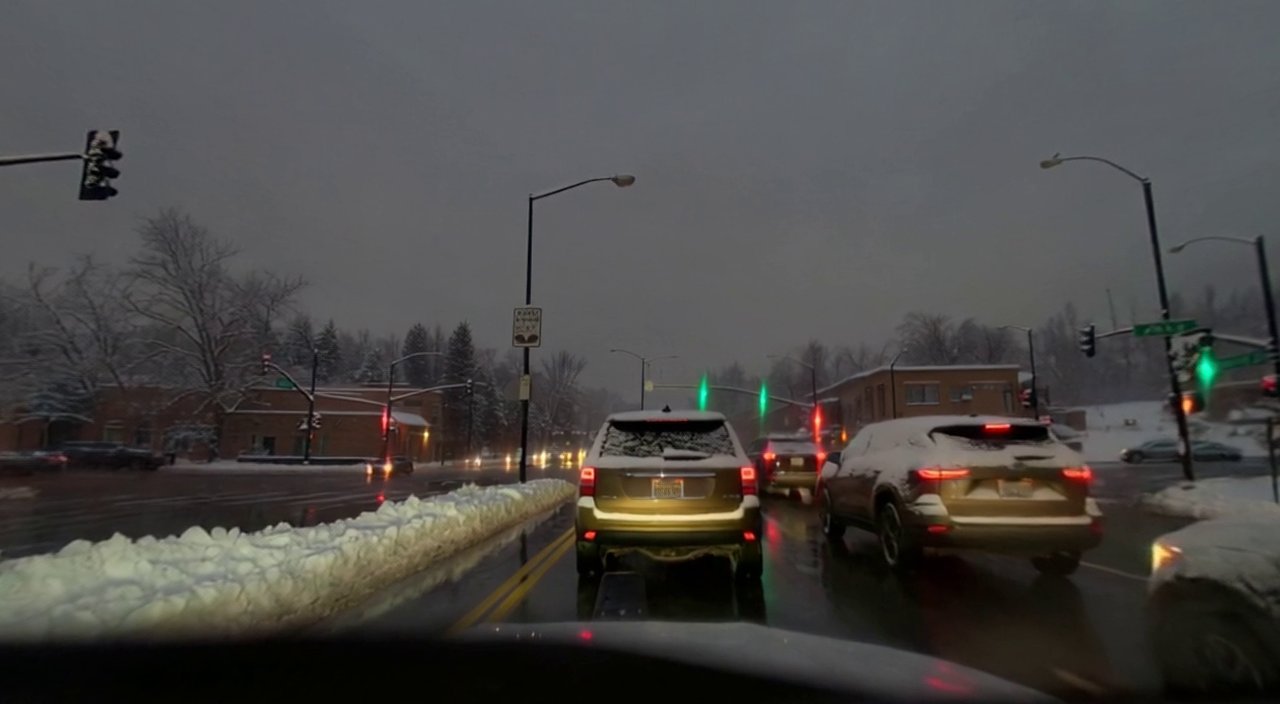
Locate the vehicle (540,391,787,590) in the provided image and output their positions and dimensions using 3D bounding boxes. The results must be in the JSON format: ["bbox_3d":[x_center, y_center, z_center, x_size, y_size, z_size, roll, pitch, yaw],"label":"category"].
[{"bbox_3d":[0.273,1.625,8.172,2.292,1.840,4.394,0,-9,2],"label":"vehicle"}]

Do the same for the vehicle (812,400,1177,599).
[{"bbox_3d":[3.649,1.600,7.675,2.018,1.701,4.288,0,-9,2],"label":"vehicle"}]

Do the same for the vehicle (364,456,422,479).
[{"bbox_3d":[-17.767,8.318,45.665,1.872,1.477,3.981,-2,-9,15],"label":"vehicle"}]

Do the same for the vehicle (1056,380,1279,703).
[{"bbox_3d":[3.138,0.665,0.839,2.056,1.516,4.776,0,-9,2],"label":"vehicle"}]

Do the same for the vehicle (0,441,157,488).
[{"bbox_3d":[-24.572,4.870,27.526,5.062,1.946,2.243,0,-9,-1],"label":"vehicle"}]
